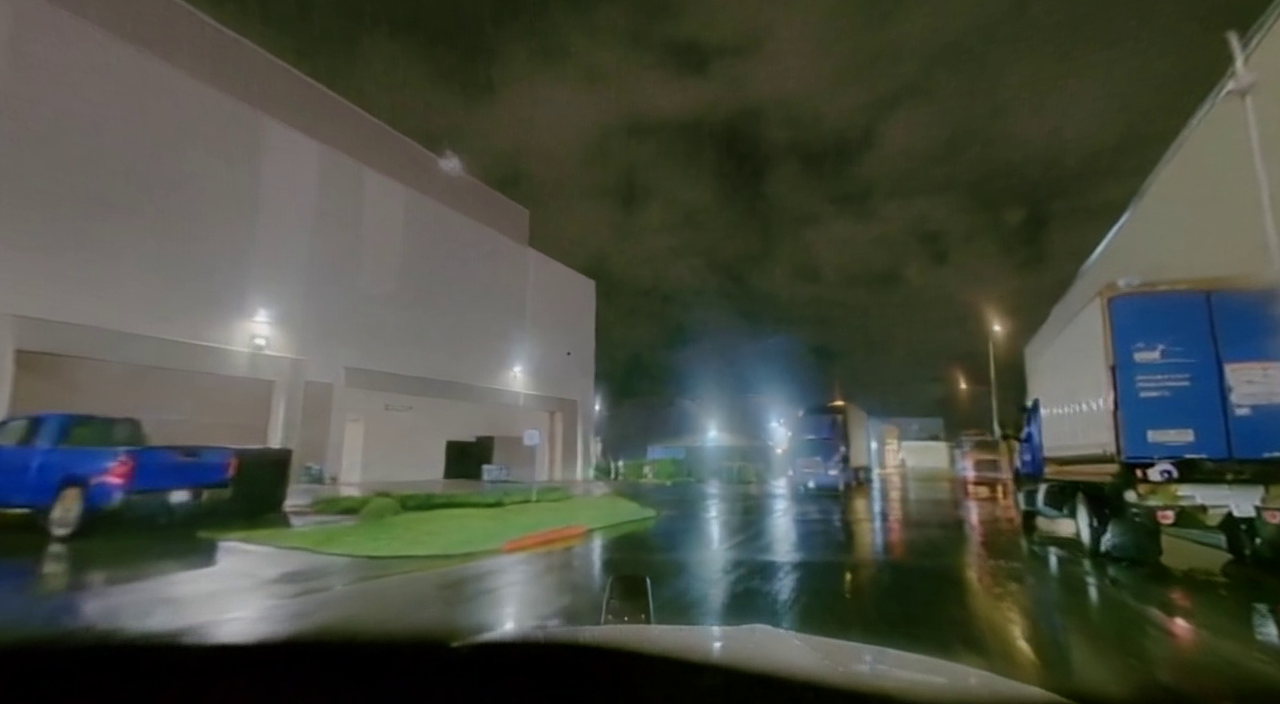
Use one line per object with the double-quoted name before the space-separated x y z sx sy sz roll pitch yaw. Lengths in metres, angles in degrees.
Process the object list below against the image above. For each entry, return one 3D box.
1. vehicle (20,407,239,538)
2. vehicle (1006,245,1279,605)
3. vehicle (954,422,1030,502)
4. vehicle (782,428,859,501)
"vehicle" -14.011 3.029 17.201 6.271 3.004 2.298 -3 -6 29
"vehicle" 10.494 1.708 13.473 2.966 4.658 11.455 -5 -10 23
"vehicle" 23.731 7.408 43.155 3.132 4.690 11.286 -5 -10 23
"vehicle" 11.933 7.245 41.159 3.111 4.217 7.722 -5 -10 26
